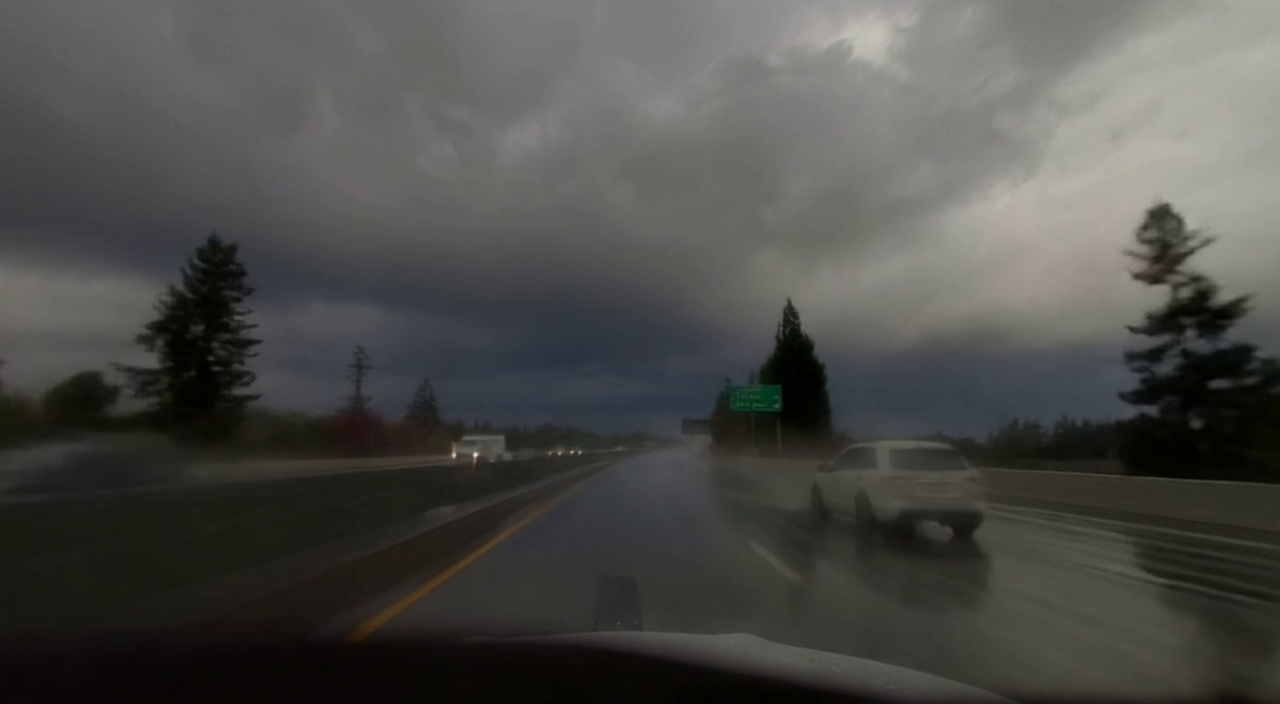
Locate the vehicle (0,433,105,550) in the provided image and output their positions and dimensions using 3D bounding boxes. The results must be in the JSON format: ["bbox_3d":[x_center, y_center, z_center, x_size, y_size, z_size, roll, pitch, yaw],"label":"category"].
[{"bbox_3d":[-9.453,1.790,7.864,1.897,1.540,4.049,0,-9,-1],"label":"vehicle"}]

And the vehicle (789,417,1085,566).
[{"bbox_3d":[3.934,1.944,9.506,2.089,1.660,4.729,0,-9,-1],"label":"vehicle"}]
